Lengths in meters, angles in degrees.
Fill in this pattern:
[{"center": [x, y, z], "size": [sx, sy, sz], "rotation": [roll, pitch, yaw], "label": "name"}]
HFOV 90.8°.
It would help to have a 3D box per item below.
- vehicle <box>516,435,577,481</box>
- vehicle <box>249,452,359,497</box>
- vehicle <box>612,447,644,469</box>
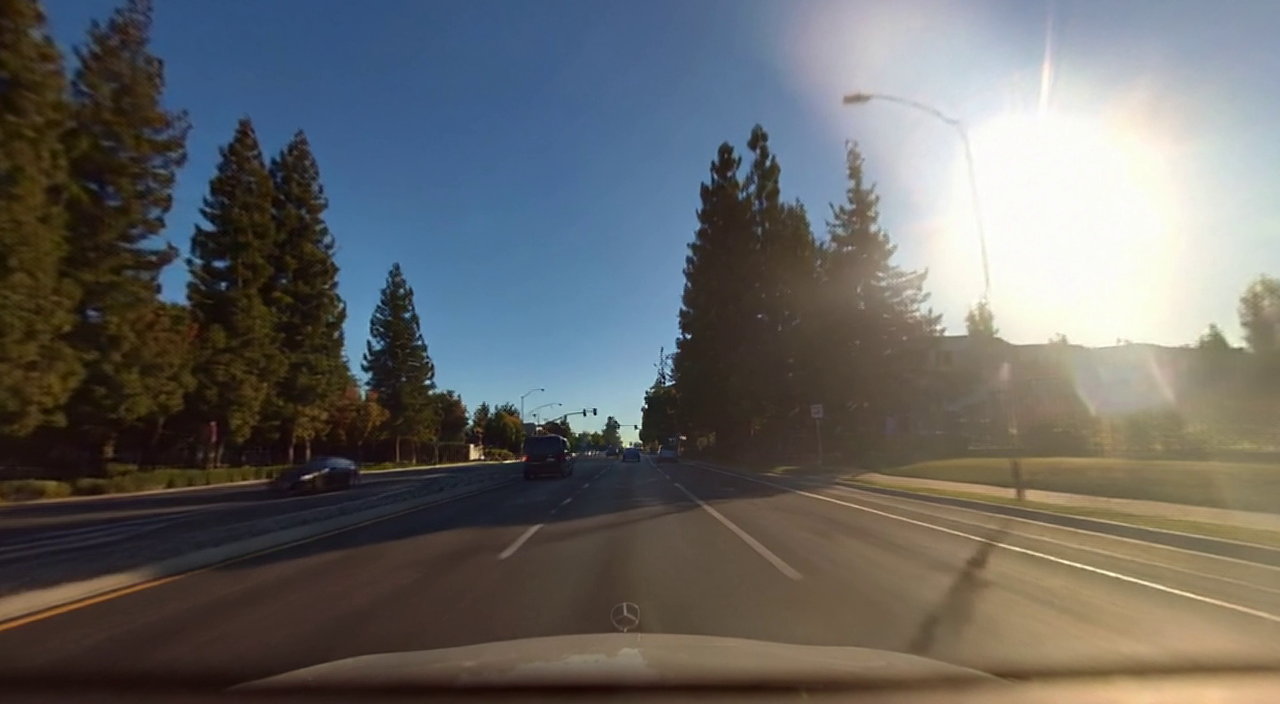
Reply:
[{"center": [-4.072, 4.709, 28.320], "size": [2.075, 1.863, 4.744], "rotation": [0, -9, 0], "label": "vehicle"}, {"center": [-12.647, 4.597, 24.219], "size": [2.060, 1.506, 4.827], "rotation": [1, -9, -7], "label": "vehicle"}, {"center": [-0.829, 7.224, 43.168], "size": [2.039, 1.455, 3.826], "rotation": [0, -9, -2], "label": "vehicle"}]
